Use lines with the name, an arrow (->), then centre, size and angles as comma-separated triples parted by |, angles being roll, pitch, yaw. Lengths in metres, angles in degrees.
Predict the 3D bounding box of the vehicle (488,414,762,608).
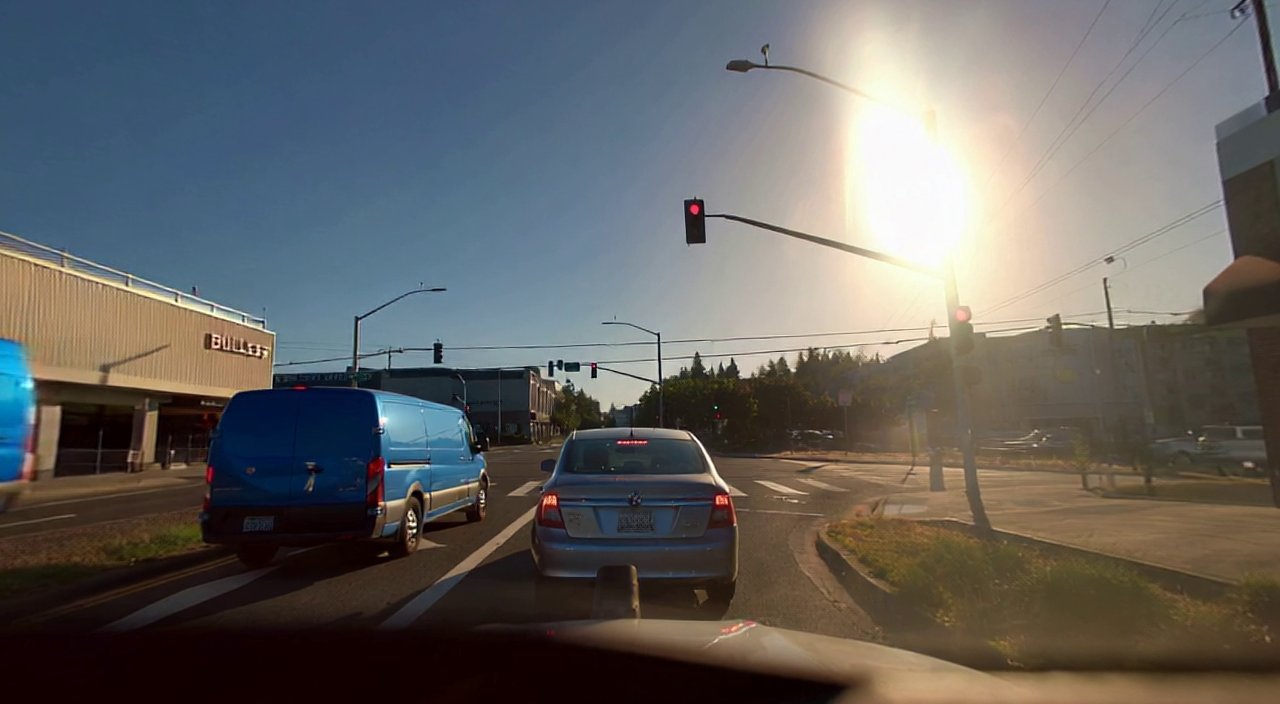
vehicle -> -0.118, 1.467, 6.775 | 2.064, 1.452, 3.942 | 0, -8, 0

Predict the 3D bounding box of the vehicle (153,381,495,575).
vehicle -> -3.585, 1.528, 8.567 | 2.076, 1.820, 5.100 | 0, -8, -1
